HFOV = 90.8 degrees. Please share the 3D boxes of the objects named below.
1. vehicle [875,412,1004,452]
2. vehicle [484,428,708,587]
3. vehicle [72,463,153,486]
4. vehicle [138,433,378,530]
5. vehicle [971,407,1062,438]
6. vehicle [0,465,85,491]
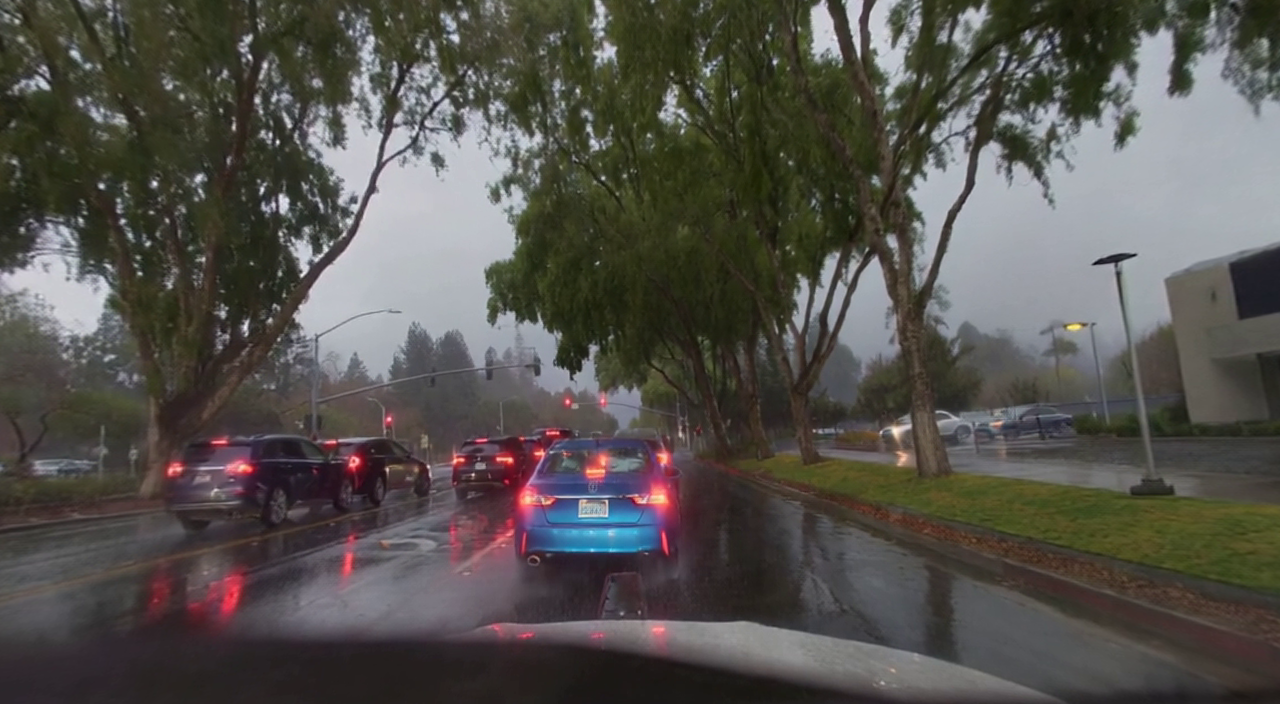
[{"bbox_3d":[13.928,3.771,29.589,4.975,1.809,1.956,0,-9,1],"label":"vehicle"},{"bbox_3d":[-0.409,1.771,7.998,2.104,1.472,3.946,0,-9,0],"label":"vehicle"},{"bbox_3d":[-36.380,8.441,43.638,3.918,1.423,1.861,0,-9,1],"label":"vehicle"},{"bbox_3d":[-7.270,2.485,12.705,2.096,1.593,4.288,0,-9,0],"label":"vehicle"},{"bbox_3d":[26.989,5.110,45.307,5.333,1.880,2.130,-8,-9,33],"label":"vehicle"},{"bbox_3d":[-36.628,7.622,38.320,4.093,1.440,1.804,0,-9,-1],"label":"vehicle"}]
